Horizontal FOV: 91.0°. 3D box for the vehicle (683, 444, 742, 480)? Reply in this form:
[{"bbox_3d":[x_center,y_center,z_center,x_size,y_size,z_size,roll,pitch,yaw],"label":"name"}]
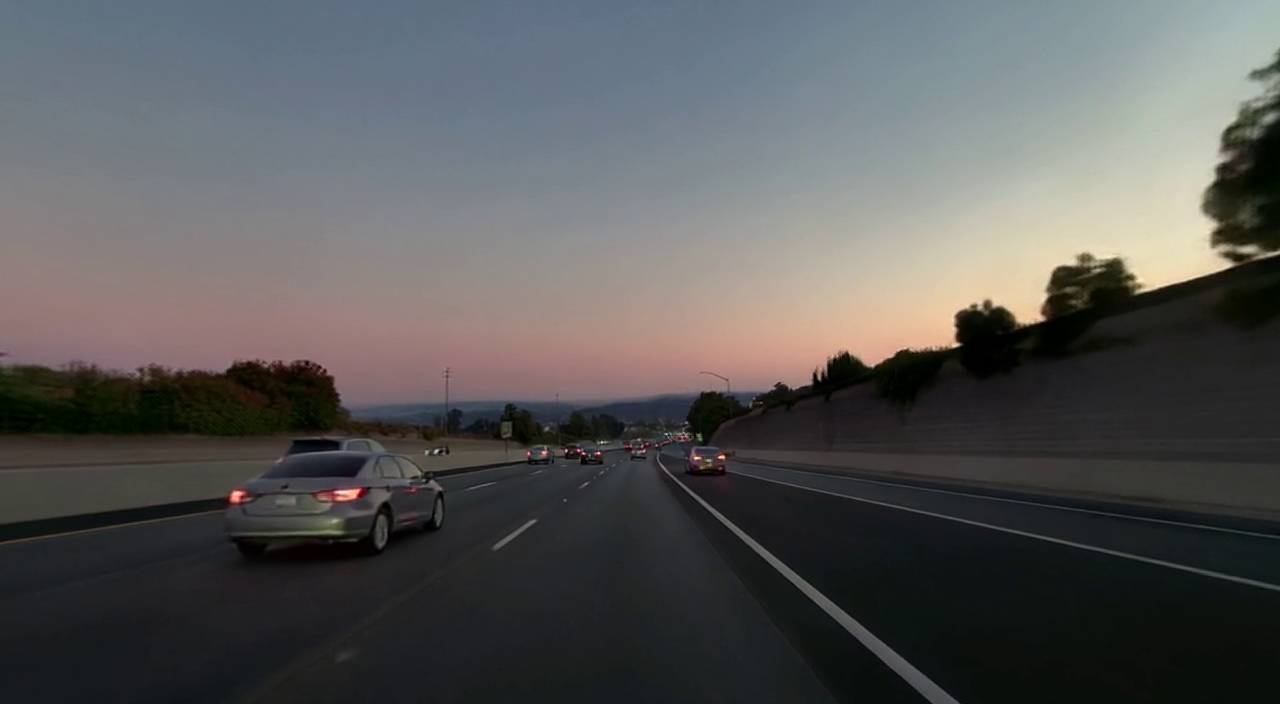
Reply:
[{"bbox_3d":[3.259,5.047,29.220,2.141,1.507,4.510,0,-9,0],"label":"vehicle"}]

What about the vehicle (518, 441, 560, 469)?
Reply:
[{"bbox_3d":[-6.923,7.095,43.602,2.111,1.811,4.391,0,-9,0],"label":"vehicle"}]

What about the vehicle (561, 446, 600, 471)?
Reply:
[{"bbox_3d":[-3.717,6.752,39.976,2.071,1.478,4.130,0,-9,1],"label":"vehicle"}]

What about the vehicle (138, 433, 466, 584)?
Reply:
[{"bbox_3d":[-4.023,1.917,8.600,1.988,1.506,4.416,0,-9,0],"label":"vehicle"}]
